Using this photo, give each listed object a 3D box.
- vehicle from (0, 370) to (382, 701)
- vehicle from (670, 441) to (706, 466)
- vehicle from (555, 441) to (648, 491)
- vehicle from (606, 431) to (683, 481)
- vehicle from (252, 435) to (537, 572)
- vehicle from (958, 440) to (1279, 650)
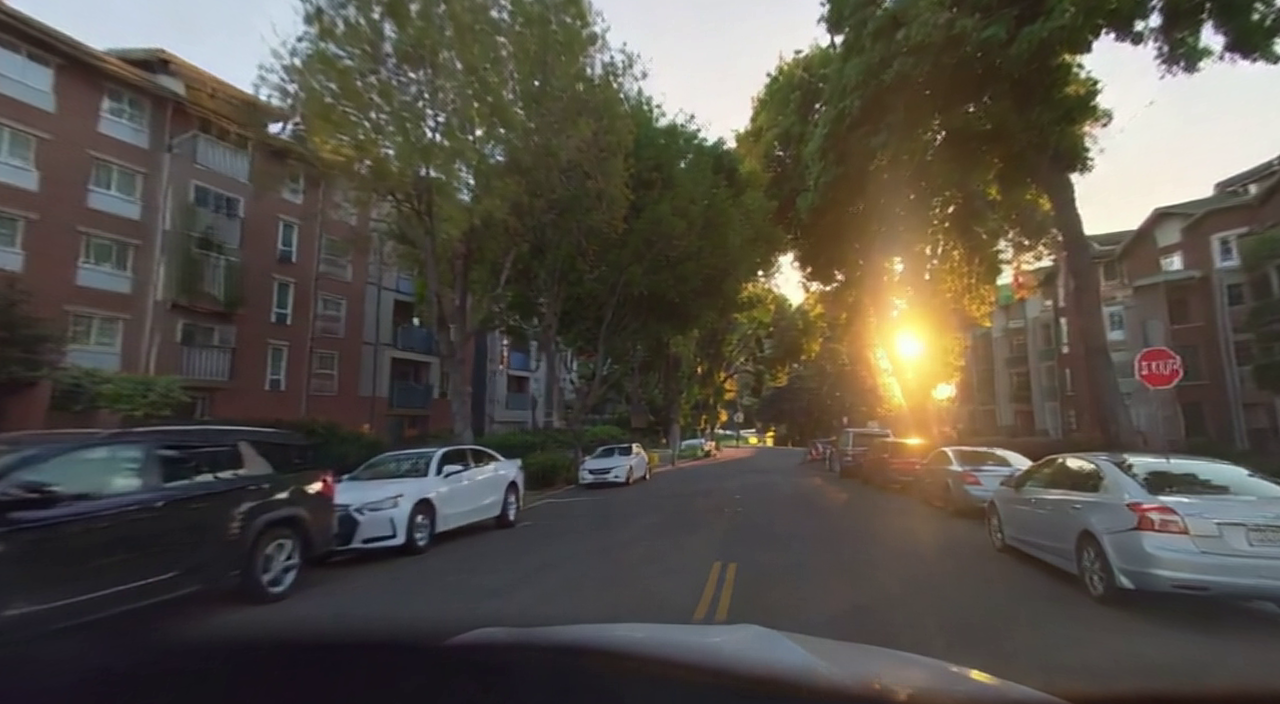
[{"bbox_3d":[-4.169,1.168,4.706,1.946,1.744,4.584,-1,-8,10],"label":"vehicle"},{"bbox_3d":[3.166,6.542,41.053,1.939,1.513,4.401,-1,-8,9],"label":"vehicle"},{"bbox_3d":[-1.137,3.692,20.972,1.921,1.463,4.313,-2,-8,13],"label":"vehicle"},{"bbox_3d":[0.347,4.355,27.143,2.229,1.869,5.791,-3,-8,11],"label":"vehicle"},{"bbox_3d":[-3.213,2.038,9.575,1.902,1.478,4.696,-2,-7,9],"label":"vehicle"},{"bbox_3d":[5.156,1.650,6.553,2.084,1.441,4.402,-1,-8,10],"label":"vehicle"}]
